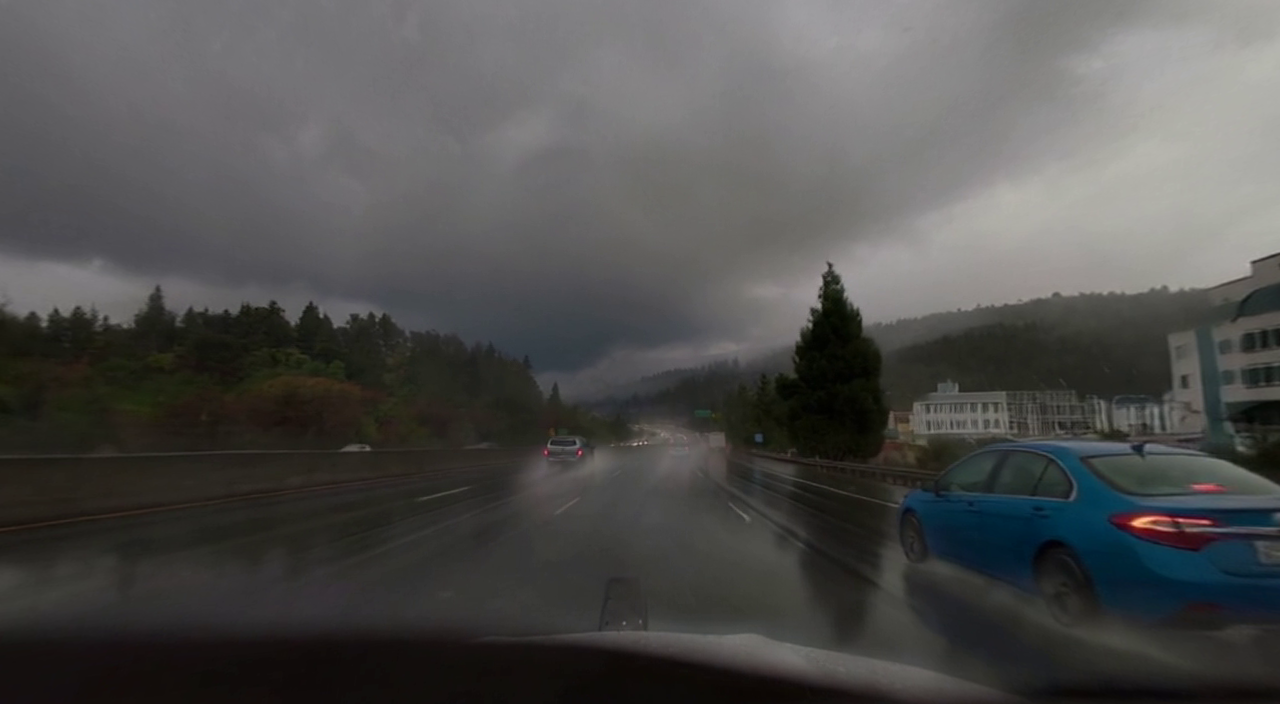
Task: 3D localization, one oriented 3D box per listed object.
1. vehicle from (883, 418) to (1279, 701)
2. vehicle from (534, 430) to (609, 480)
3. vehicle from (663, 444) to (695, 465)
[{"bbox_3d":[4.151,1.453,5.675,2.131,1.497,4.456,0,-9,0],"label":"vehicle"},{"bbox_3d":[-2.634,4.147,25.556,2.185,1.823,4.854,0,-9,4],"label":"vehicle"},{"bbox_3d":[2.814,7.224,44.603,2.158,1.458,3.656,-1,-9,5],"label":"vehicle"}]
